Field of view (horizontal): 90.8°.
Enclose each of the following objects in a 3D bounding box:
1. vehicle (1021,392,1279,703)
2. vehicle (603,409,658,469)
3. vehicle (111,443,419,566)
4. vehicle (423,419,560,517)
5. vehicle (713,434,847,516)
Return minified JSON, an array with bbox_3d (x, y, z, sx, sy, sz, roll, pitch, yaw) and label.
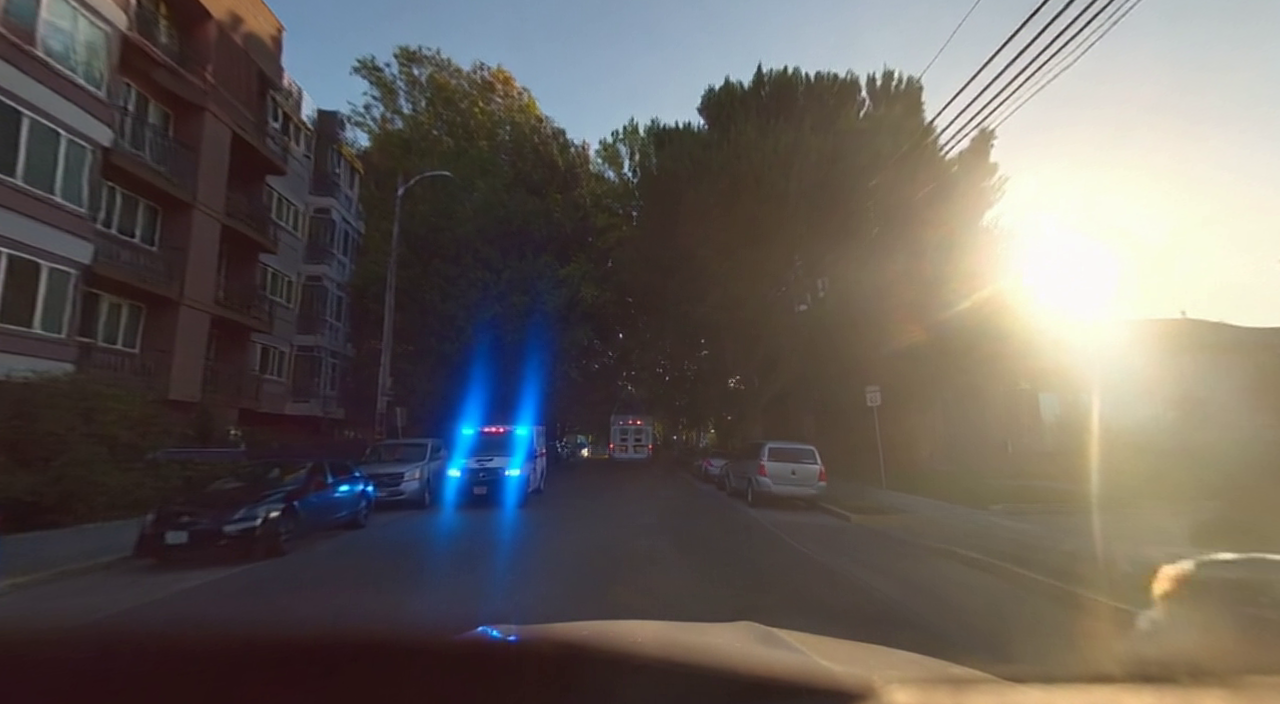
[{"bbox_3d":[3.290,0.812,1.173,2.155,1.553,4.738,3,-9,-1],"label":"vehicle"},{"bbox_3d":[-0.624,4.971,35.841,2.754,3.008,7.730,0,-8,-2],"label":"vehicle"},{"bbox_3d":[-5.379,2.191,10.043,2.047,1.471,4.647,0,-8,0],"label":"vehicle"},{"bbox_3d":[-3.068,2.486,14.045,2.029,1.802,4.229,0,-8,0],"label":"vehicle"},{"bbox_3d":[3.172,2.862,15.299,2.035,1.549,4.373,4,-8,-3],"label":"vehicle"}]
